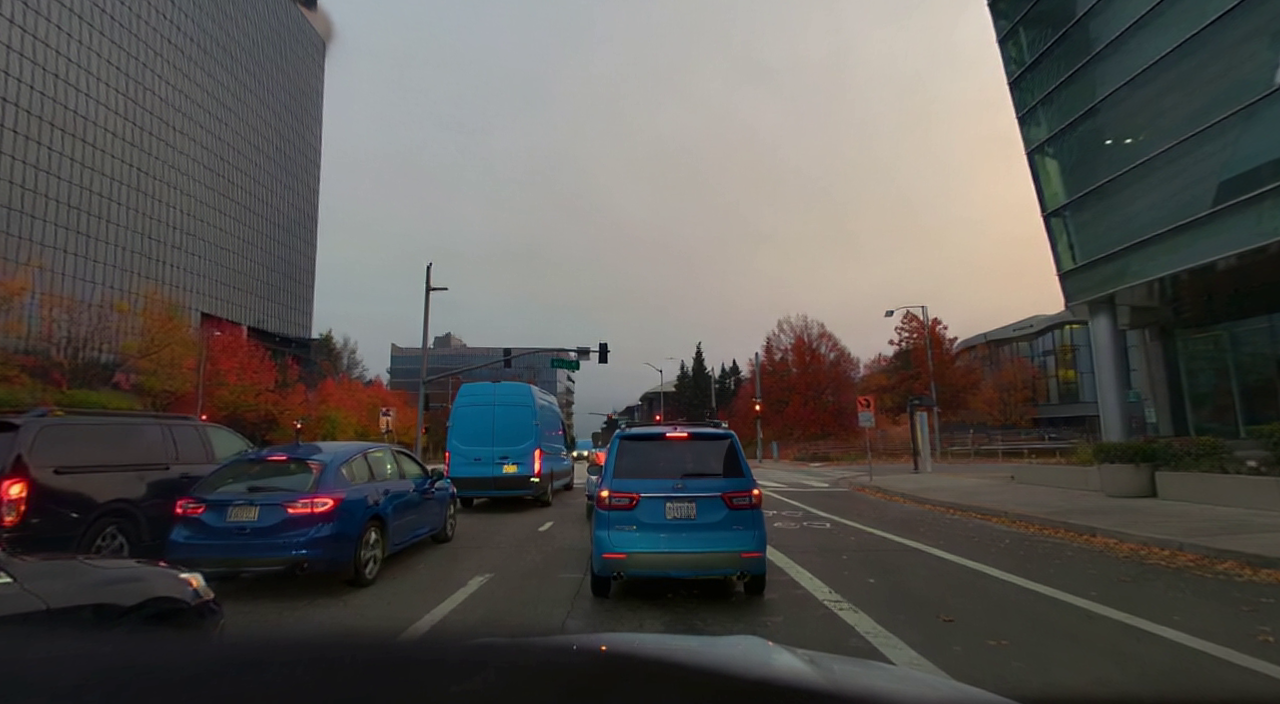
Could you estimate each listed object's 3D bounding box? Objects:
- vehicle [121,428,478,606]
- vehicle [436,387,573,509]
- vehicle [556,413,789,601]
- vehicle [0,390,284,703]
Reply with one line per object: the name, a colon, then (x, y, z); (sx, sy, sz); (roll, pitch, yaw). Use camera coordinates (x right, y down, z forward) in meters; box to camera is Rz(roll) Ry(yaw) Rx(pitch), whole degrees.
vehicle: (-3.486, 1.754, 7.570); (1.955, 1.499, 4.223); (0, -9, 0)
vehicle: (-3.258, 2.541, 16.587); (2.343, 2.635, 5.684); (0, -9, 0)
vehicle: (0.194, 1.597, 7.203); (1.979, 1.562, 3.630); (0, -9, -3)
vehicle: (-2.911, 0.813, 1.523); (1.893, 1.491, 3.798); (0, -9, -1)
